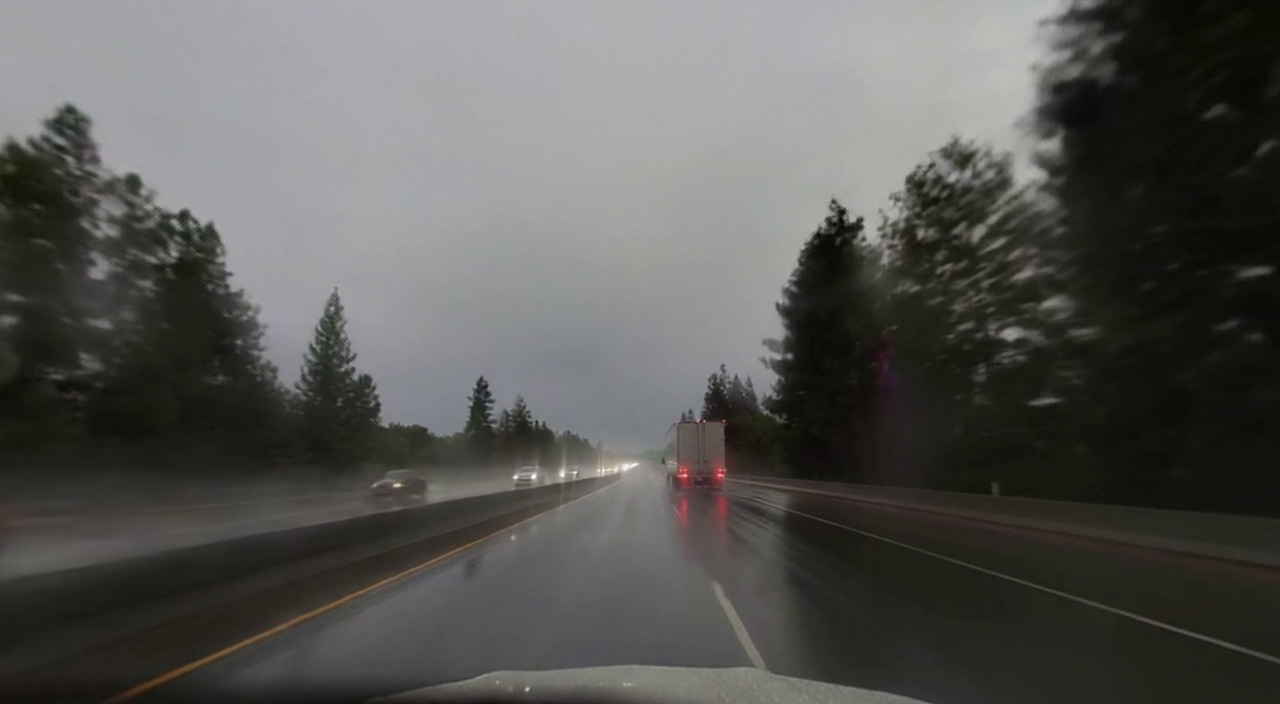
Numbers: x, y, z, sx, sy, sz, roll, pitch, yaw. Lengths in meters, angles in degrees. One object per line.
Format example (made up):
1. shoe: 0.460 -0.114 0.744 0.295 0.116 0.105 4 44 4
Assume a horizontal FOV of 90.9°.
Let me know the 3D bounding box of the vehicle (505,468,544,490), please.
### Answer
1. vehicle: -8.354 9.205 45.937 1.887 1.462 4.482 0 -11 1

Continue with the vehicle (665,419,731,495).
1. vehicle: 3.443 6.988 41.347 3.204 4.102 13.306 0 -10 1

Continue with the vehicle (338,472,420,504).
1. vehicle: -12.241 6.385 29.888 1.926 1.351 4.457 0 -10 0
